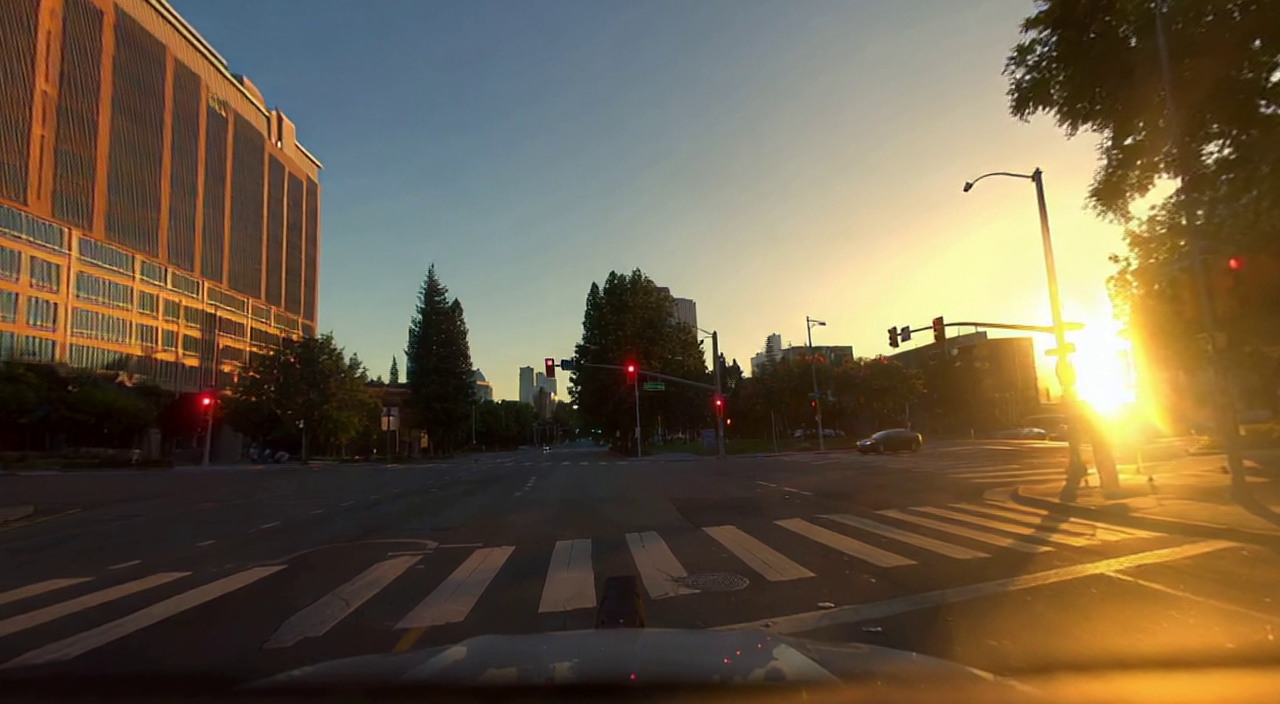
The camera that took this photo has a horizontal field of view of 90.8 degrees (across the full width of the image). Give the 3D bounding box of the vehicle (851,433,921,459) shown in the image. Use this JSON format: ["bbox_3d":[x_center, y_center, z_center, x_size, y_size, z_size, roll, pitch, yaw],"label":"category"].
[{"bbox_3d":[17.625,6.734,45.230,4.600,1.783,1.970,4,-10,-26],"label":"vehicle"}]
